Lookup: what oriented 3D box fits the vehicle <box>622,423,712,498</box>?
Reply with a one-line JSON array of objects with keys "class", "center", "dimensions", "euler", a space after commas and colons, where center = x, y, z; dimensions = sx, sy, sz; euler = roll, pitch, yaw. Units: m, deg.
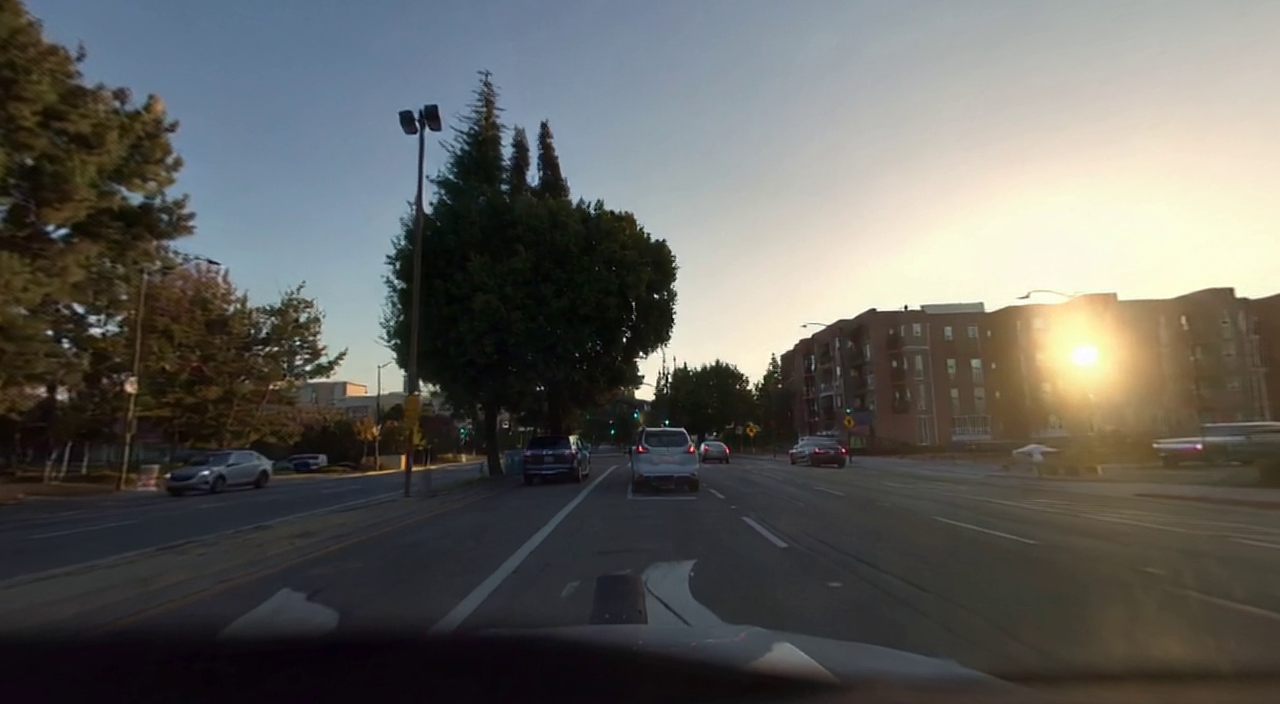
[{"class": "vehicle", "center": [0.635, 2.991, 17.641], "dimensions": [2.222, 1.841, 4.031], "euler": [0, -9, -1]}]

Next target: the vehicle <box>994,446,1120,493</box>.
[{"class": "vehicle", "center": [14.155, 3.982, 21.705], "dimensions": [1.706, 1.474, 3.761], "euler": [0, -9, 0]}]

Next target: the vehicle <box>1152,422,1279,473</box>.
[{"class": "vehicle", "center": [23.086, 3.620, 24.057], "dimensions": [5.050, 1.756, 2.206], "euler": [-2, -10, 1]}]

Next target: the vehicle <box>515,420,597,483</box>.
[{"class": "vehicle", "center": [-3.007, 3.747, 23.844], "dimensions": [2.396, 2.143, 4.824], "euler": [0, -9, 1]}]

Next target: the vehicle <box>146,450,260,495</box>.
[{"class": "vehicle", "center": [-16.271, 4.458, 23.793], "dimensions": [1.993, 1.462, 4.586], "euler": [2, -9, -14]}]
